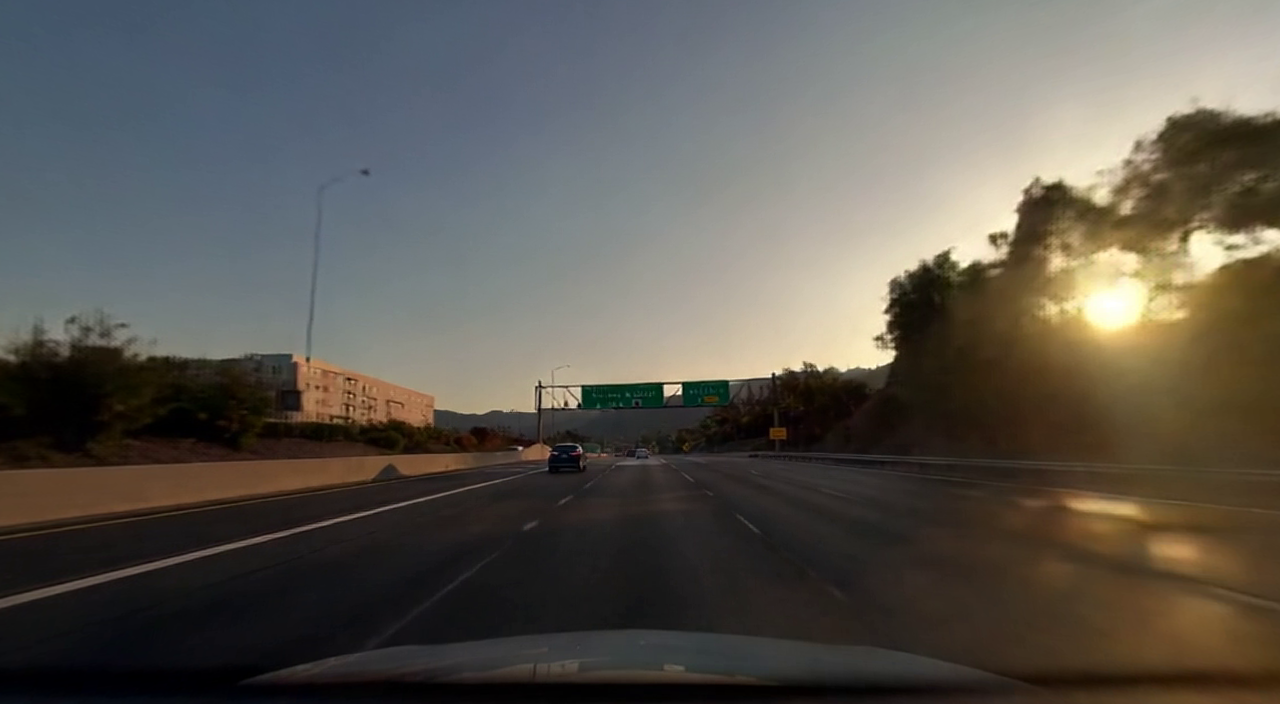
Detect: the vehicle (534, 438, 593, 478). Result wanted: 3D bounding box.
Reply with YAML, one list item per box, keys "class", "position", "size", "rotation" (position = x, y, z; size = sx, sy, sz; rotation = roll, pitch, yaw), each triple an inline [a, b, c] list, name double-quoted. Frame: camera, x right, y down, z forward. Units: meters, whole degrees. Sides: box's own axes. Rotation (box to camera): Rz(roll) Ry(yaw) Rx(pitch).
- class: "vehicle"
  position: [-3.450, 4.869, 29.272]
  size: [2.072, 1.706, 4.359]
  rotation: [0, -8, 1]
